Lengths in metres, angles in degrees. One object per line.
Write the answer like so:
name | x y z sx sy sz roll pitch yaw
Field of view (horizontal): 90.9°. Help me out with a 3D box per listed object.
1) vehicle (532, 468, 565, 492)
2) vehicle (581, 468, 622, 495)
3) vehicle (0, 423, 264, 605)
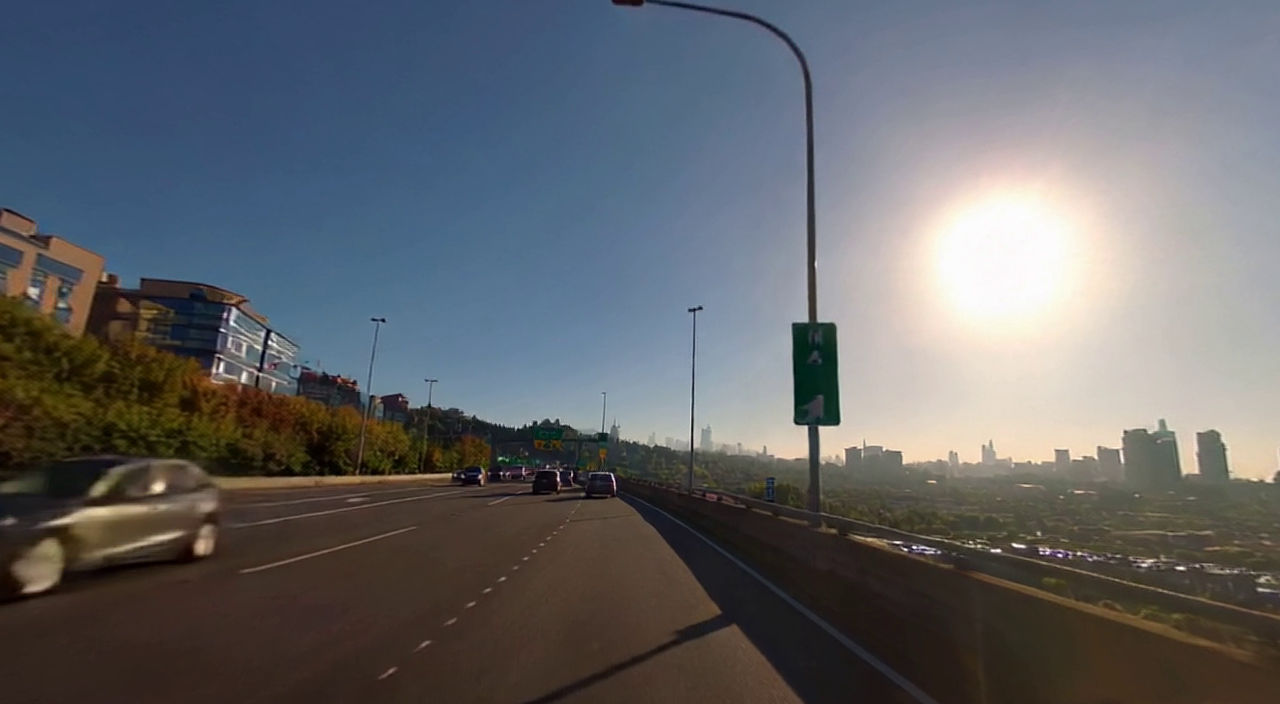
vehicle | -6.165 8.659 42.872 2.030 1.441 4.806 2 -11 -7
vehicle | -2.415 7.864 38.422 2.129 1.471 4.258 2 -10 -7
vehicle | -6.704 1.745 7.377 2.016 1.573 4.259 1 -10 -2
